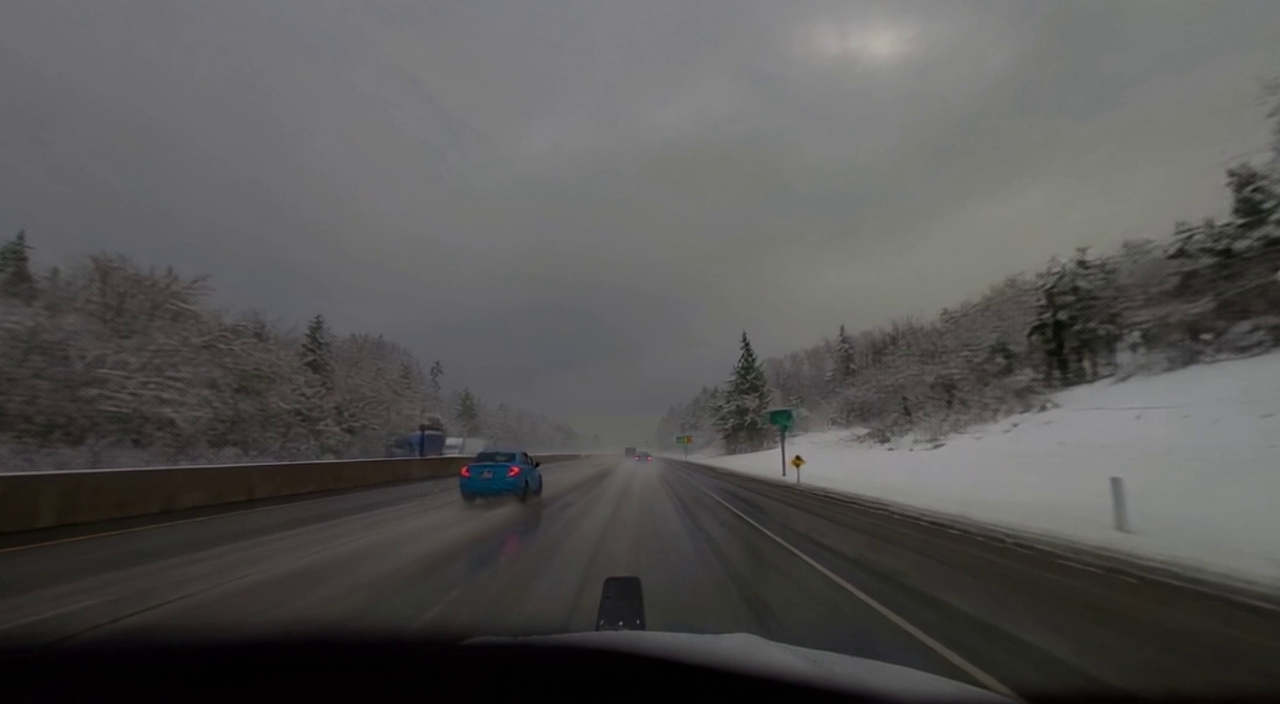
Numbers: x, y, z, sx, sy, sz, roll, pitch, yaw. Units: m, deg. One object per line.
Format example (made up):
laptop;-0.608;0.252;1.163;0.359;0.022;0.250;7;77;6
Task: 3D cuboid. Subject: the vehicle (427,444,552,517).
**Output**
vehicle;-3.404;2.979;15.140;1.978;1.498;4.080;0;-9;0
